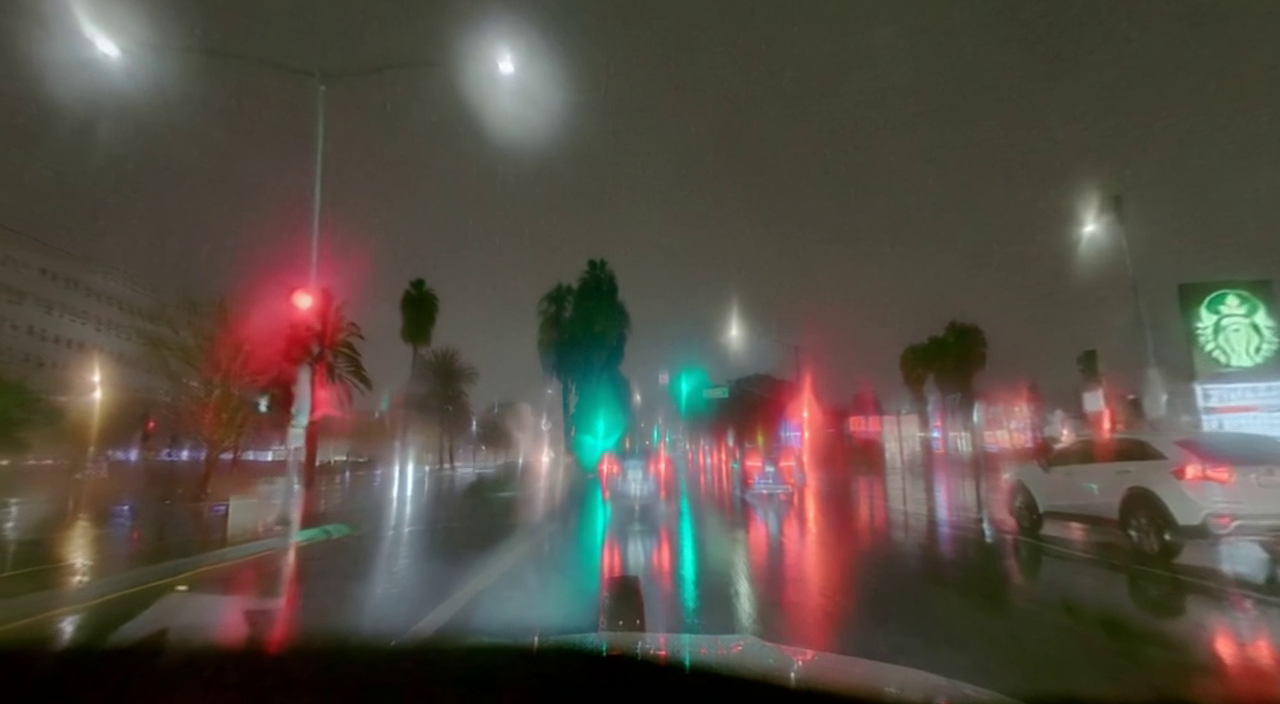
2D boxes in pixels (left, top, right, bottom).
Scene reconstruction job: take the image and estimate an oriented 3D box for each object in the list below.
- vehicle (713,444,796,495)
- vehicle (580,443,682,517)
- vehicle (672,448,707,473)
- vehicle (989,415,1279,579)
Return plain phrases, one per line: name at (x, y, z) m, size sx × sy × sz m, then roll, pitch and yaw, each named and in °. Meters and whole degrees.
vehicle at (3.734, 3.900, 21.369) m, size 1.892 × 1.532 × 4.177 m, roll 0°, pitch -8°, yaw -2°
vehicle at (-0.235, 2.922, 14.992) m, size 2.110 × 1.487 × 3.873 m, roll 0°, pitch -8°, yaw -1°
vehicle at (3.336, 7.385, 43.201) m, size 2.012 × 1.570 × 4.600 m, roll 0°, pitch -8°, yaw 0°
vehicle at (6.961, 1.802, 8.645) m, size 1.940 × 1.674 × 4.085 m, roll 0°, pitch -8°, yaw -1°
